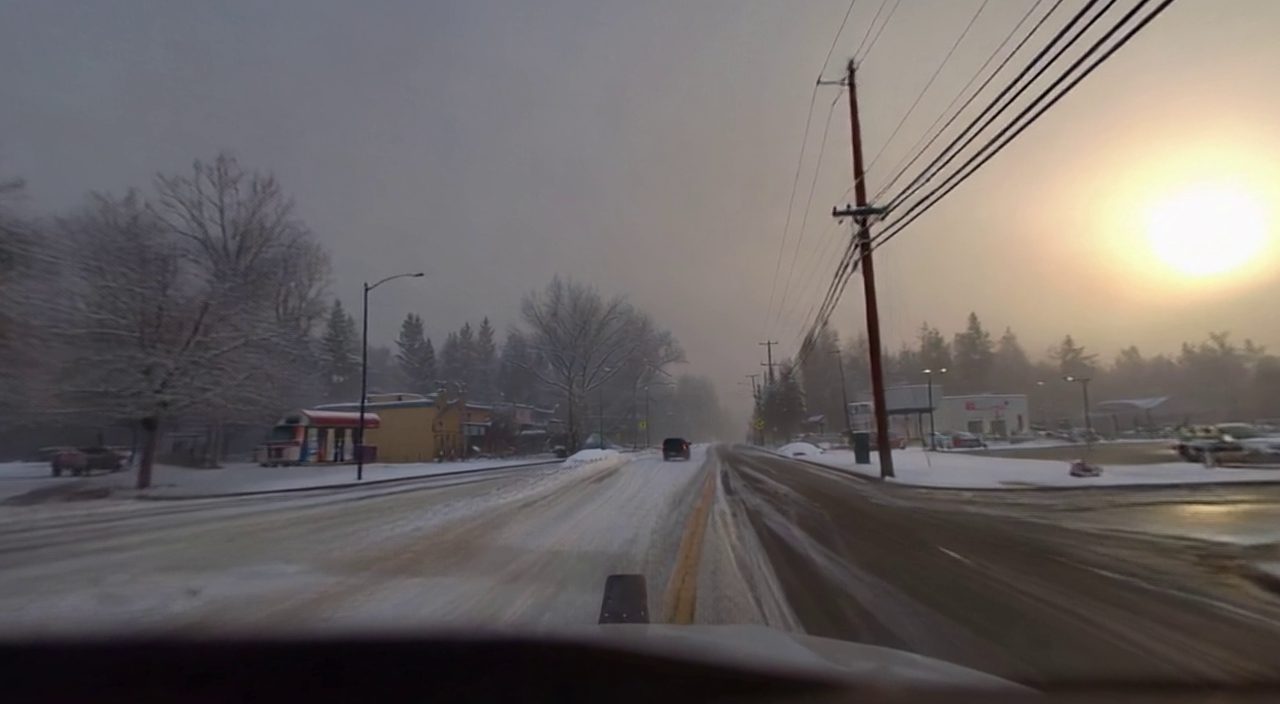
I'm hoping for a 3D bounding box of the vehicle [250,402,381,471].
[{"bbox_3d":[-18.450,4.933,36.608,2.923,3.546,7.640,-1,-8,5],"label":"vehicle"}]

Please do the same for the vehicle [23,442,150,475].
[{"bbox_3d":[-34.469,6.633,39.595,2.111,1.883,5.784,-2,-8,10],"label":"vehicle"}]

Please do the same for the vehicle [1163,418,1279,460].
[{"bbox_3d":[23.390,3.330,24.109,1.908,1.474,4.885,2,-9,-17],"label":"vehicle"}]

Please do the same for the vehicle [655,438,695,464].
[{"bbox_3d":[2.188,6.020,38.520,2.073,1.525,3.968,-1,-8,7],"label":"vehicle"}]
